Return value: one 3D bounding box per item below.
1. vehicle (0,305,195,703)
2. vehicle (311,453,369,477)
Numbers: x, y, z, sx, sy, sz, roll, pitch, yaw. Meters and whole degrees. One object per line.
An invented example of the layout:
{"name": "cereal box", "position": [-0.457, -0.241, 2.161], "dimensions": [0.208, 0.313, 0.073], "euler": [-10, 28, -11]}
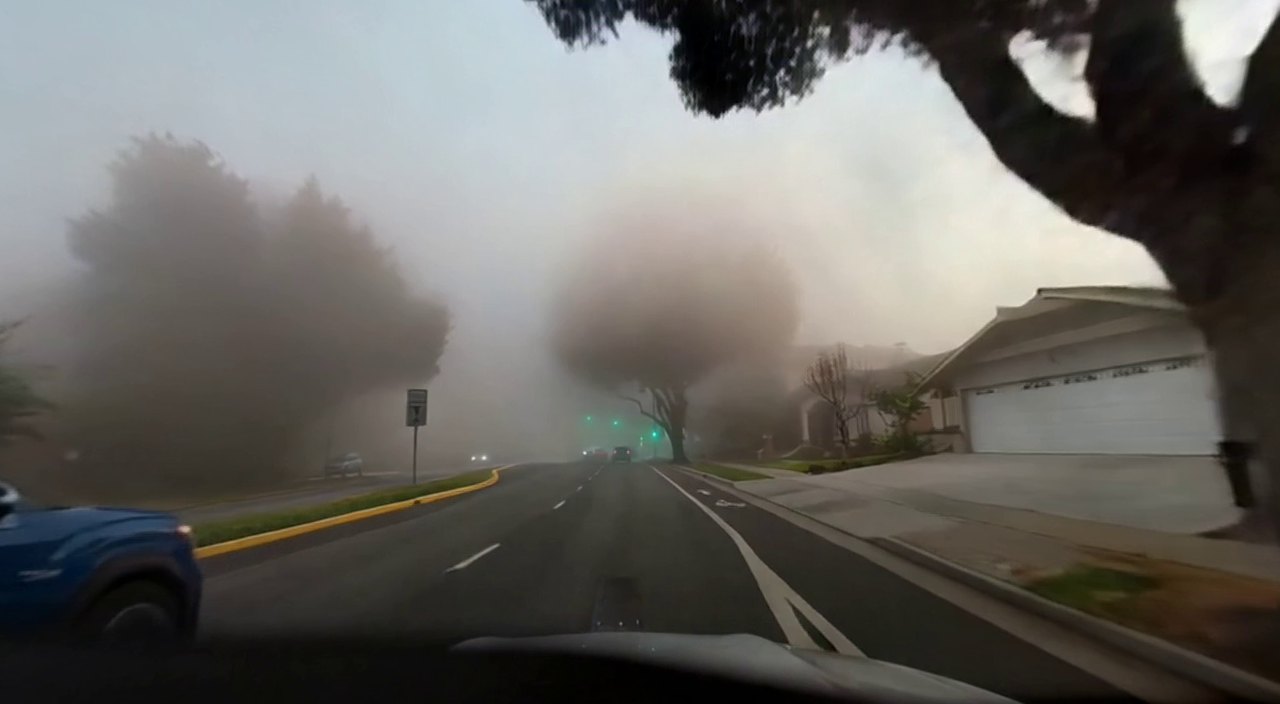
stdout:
{"name": "vehicle", "position": [-3.880, 0.545, 0.958], "dimensions": [2.276, 1.960, 5.561], "euler": [0, -8, 1]}
{"name": "vehicle", "position": [-23.472, 8.822, 49.561], "dimensions": [1.920, 1.614, 4.479], "euler": [-7, -10, 8]}
